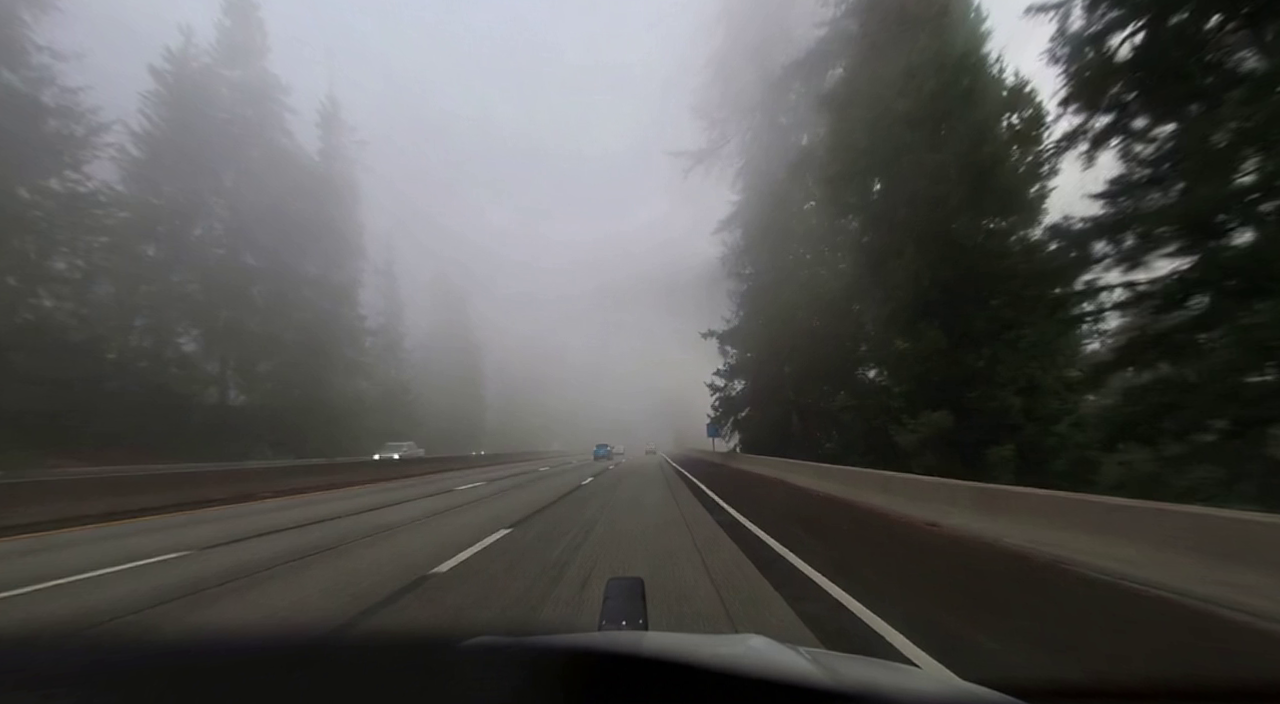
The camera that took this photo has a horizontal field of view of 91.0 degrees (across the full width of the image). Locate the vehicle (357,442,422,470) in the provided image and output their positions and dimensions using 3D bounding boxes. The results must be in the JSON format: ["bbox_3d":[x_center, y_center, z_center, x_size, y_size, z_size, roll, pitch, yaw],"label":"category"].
[{"bbox_3d":[-16.605,6.935,42.101,2.133,1.740,5.122,0,-8,1],"label":"vehicle"}]
